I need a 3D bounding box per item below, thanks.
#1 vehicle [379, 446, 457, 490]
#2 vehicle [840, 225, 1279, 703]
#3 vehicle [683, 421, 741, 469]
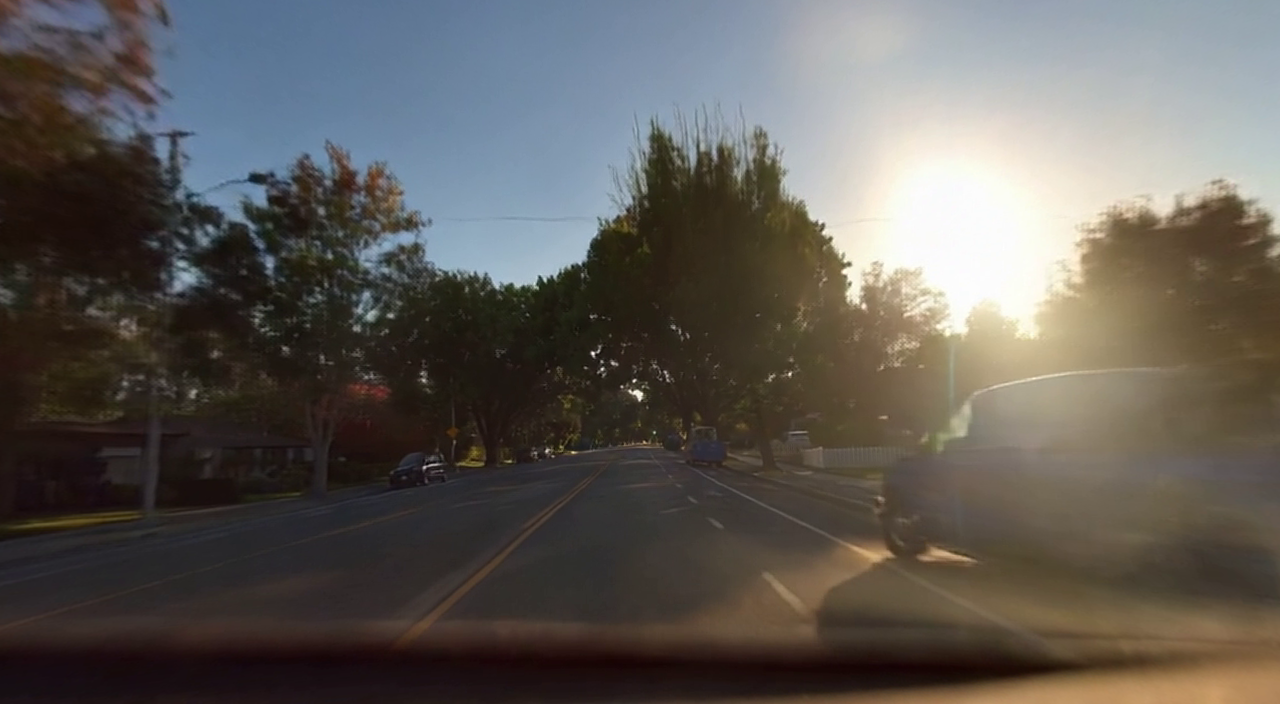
[{"bbox_3d":[-11.202,5.845,32.311,2.301,1.855,4.983,-4,-8,-2],"label":"vehicle"},{"bbox_3d":[3.704,1.055,4.989,2.504,2.114,6.073,3,-8,3],"label":"vehicle"},{"bbox_3d":[3.894,5.209,35.348,2.459,2.452,5.731,0,-8,-1],"label":"vehicle"}]
